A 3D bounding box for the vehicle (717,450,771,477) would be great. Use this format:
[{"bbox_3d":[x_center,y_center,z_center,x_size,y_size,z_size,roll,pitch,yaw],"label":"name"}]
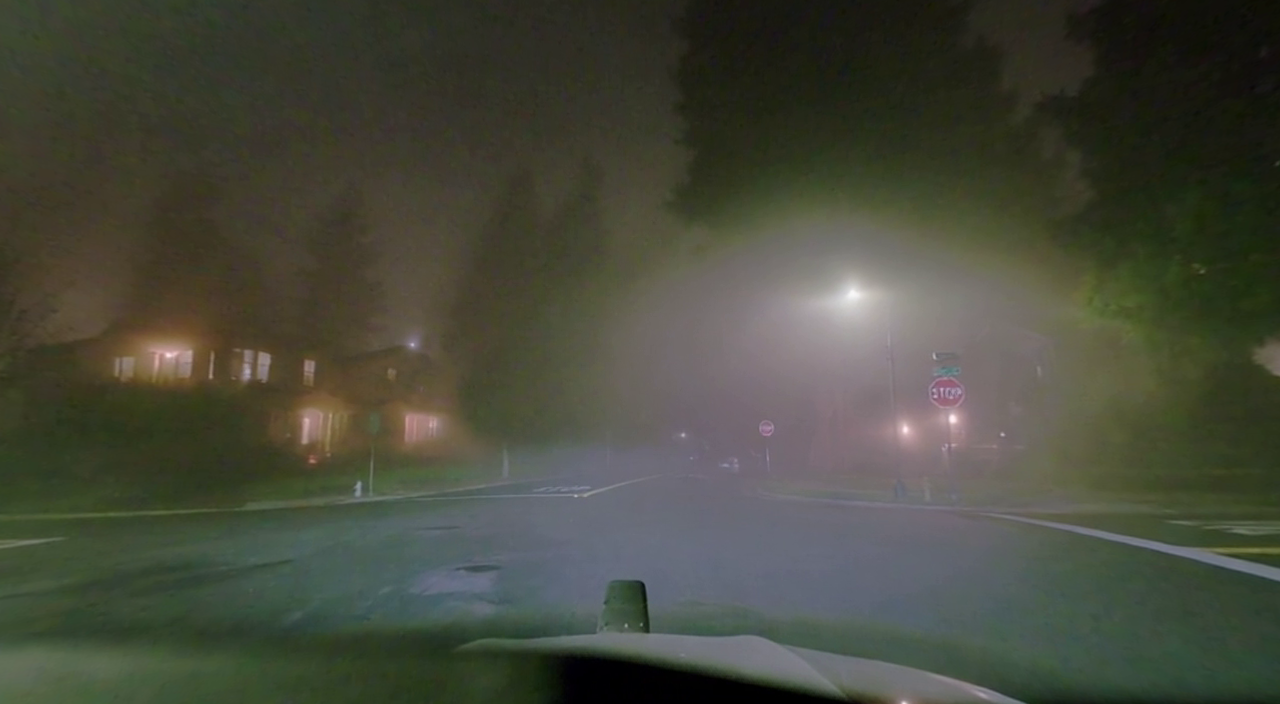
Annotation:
[{"bbox_3d":[7.119,7.460,42.603,2.692,1.649,4.689,-3,-9,20],"label":"vehicle"}]
